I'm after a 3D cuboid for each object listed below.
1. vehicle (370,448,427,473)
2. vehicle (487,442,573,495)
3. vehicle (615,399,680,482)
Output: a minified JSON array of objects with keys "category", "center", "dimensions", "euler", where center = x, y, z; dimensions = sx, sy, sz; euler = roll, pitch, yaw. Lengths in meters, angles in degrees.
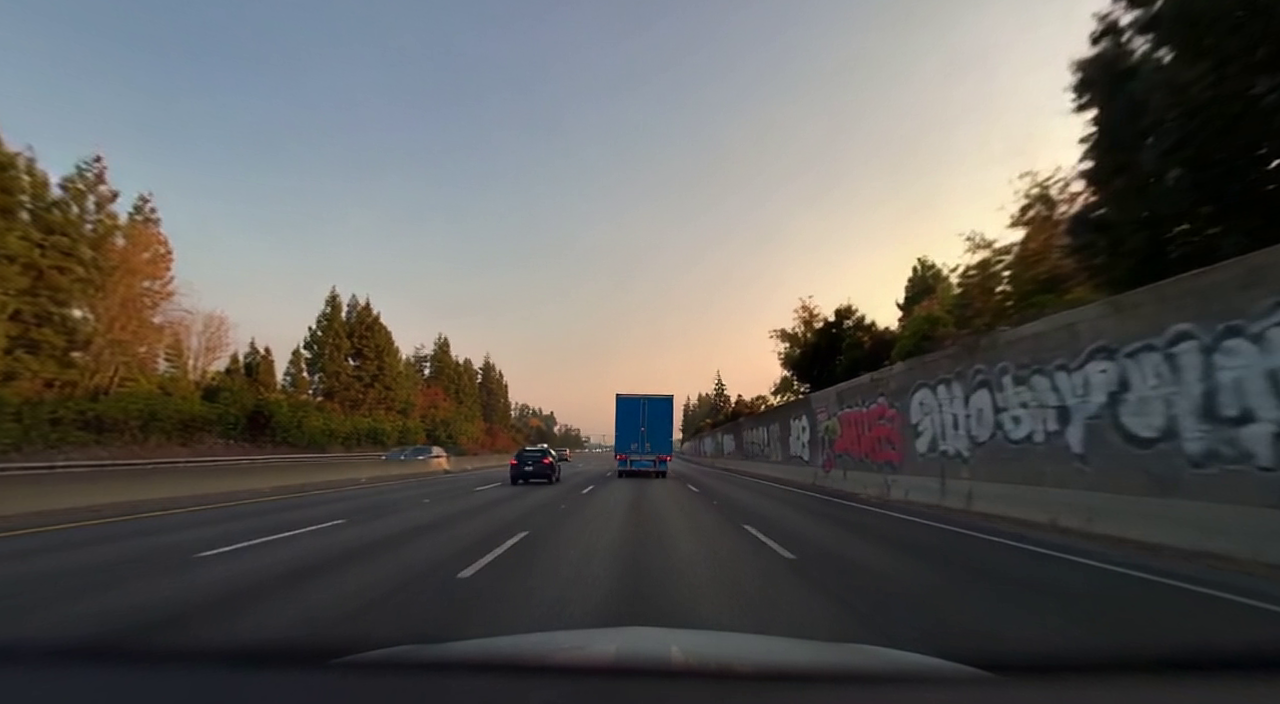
[{"category":"vehicle","center":[-14.577,6.572,38.258],"dimensions":[1.785,1.439,4.008],"euler":[0,-9,0]},{"category":"vehicle","center":[-3.464,3.760,20.634],"dimensions":[2.020,1.505,4.171],"euler":[0,-9,1]},{"category":"vehicle","center":[0.219,4.703,33.107],"dimensions":[2.915,3.661,9.741],"euler":[0,-9,-1]}]
